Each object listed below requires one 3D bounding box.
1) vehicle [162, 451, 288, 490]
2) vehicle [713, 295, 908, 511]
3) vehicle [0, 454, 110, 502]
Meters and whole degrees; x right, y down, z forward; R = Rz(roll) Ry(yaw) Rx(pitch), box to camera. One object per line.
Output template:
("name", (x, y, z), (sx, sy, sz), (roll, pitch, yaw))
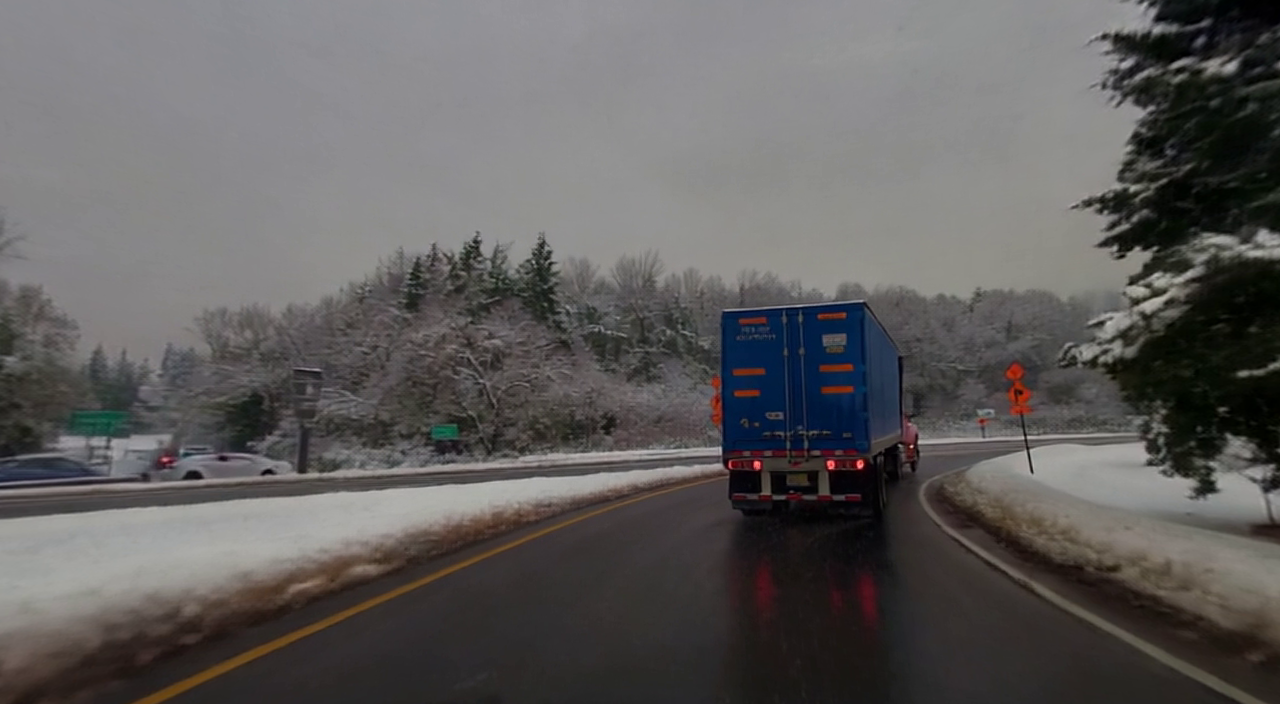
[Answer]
("vehicle", (-17.827, 5.051, 27.111), (4.350, 1.410, 1.726), (5, -10, -37))
("vehicle", (4.711, 1.472, 15.431), (2.937, 3.647, 9.344), (-4, -9, 24))
("vehicle", (-22.645, 4.607, 23.175), (4.578, 1.573, 1.806), (6, -11, -42))
